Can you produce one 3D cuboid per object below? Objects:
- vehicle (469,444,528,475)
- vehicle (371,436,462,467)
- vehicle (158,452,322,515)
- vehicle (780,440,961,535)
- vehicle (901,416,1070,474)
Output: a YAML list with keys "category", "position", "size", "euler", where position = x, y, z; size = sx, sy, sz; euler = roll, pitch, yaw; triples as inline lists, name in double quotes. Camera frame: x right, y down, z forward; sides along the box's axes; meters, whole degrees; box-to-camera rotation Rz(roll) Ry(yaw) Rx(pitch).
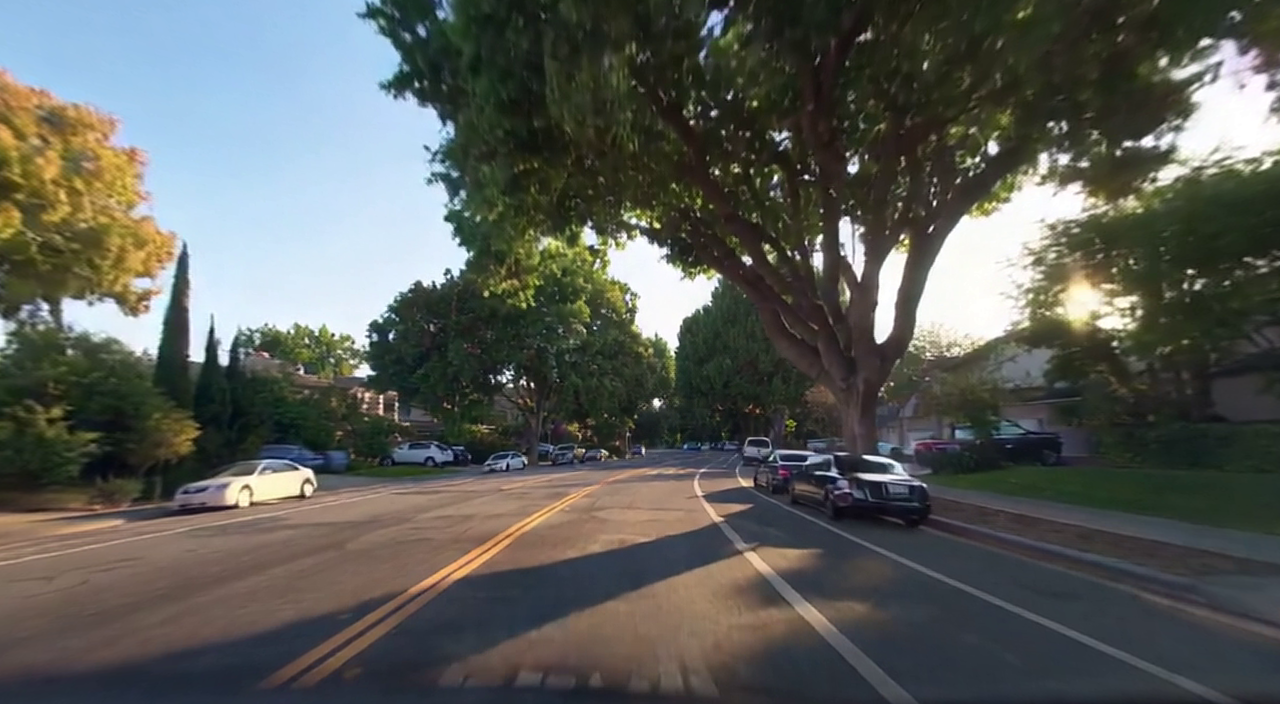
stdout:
- category: "vehicle"
  position: [-8.787, 6.724, 39.504]
  size: [2.105, 1.776, 4.657]
  euler: [-4, -9, 8]
- category: "vehicle"
  position: [-14.937, 6.649, 42.200]
  size: [5.192, 1.915, 2.200]
  euler: [-1, -8, 10]
- category: "vehicle"
  position: [-11.471, 3.835, 18.470]
  size: [2.091, 1.461, 4.058]
  euler: [-5, -12, 2]
- category: "vehicle"
  position: [4.379, 2.597, 12.809]
  size: [1.996, 1.466, 4.458]
  euler: [3, -8, 0]
- category: "vehicle"
  position: [13.286, 3.609, 24.501]
  size: [5.216, 1.972, 2.122]
  euler: [-2, -7, 4]
